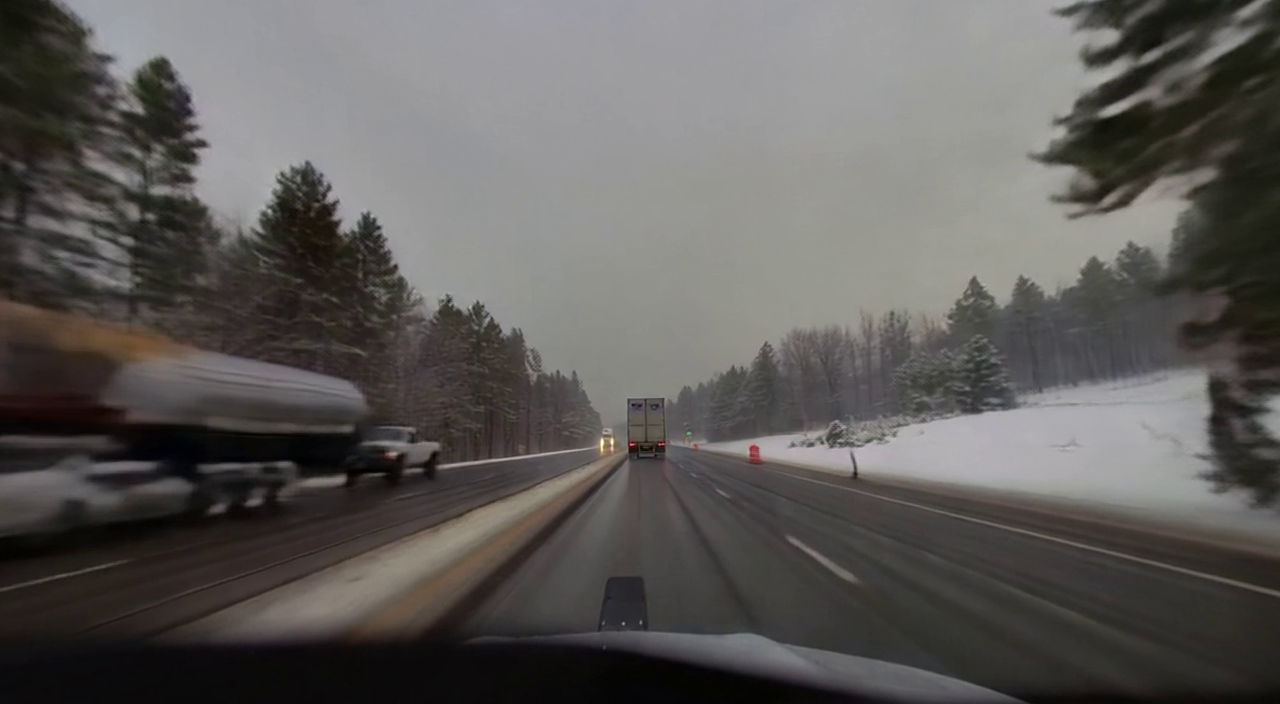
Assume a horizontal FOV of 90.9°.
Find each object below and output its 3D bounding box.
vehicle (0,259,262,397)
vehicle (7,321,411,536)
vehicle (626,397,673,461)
[{"bbox_3d":[-9.040,-0.193,11.118,2.028,1.661,4.493,-2,-7,0],"label":"vehicle"},{"bbox_3d":[-9.002,1.973,15.602,2.974,3.579,9.935,-1,-8,0],"label":"vehicle"},{"bbox_3d":[0.510,5.711,45.756,2.935,4.068,11.036,0,-8,-1],"label":"vehicle"}]
